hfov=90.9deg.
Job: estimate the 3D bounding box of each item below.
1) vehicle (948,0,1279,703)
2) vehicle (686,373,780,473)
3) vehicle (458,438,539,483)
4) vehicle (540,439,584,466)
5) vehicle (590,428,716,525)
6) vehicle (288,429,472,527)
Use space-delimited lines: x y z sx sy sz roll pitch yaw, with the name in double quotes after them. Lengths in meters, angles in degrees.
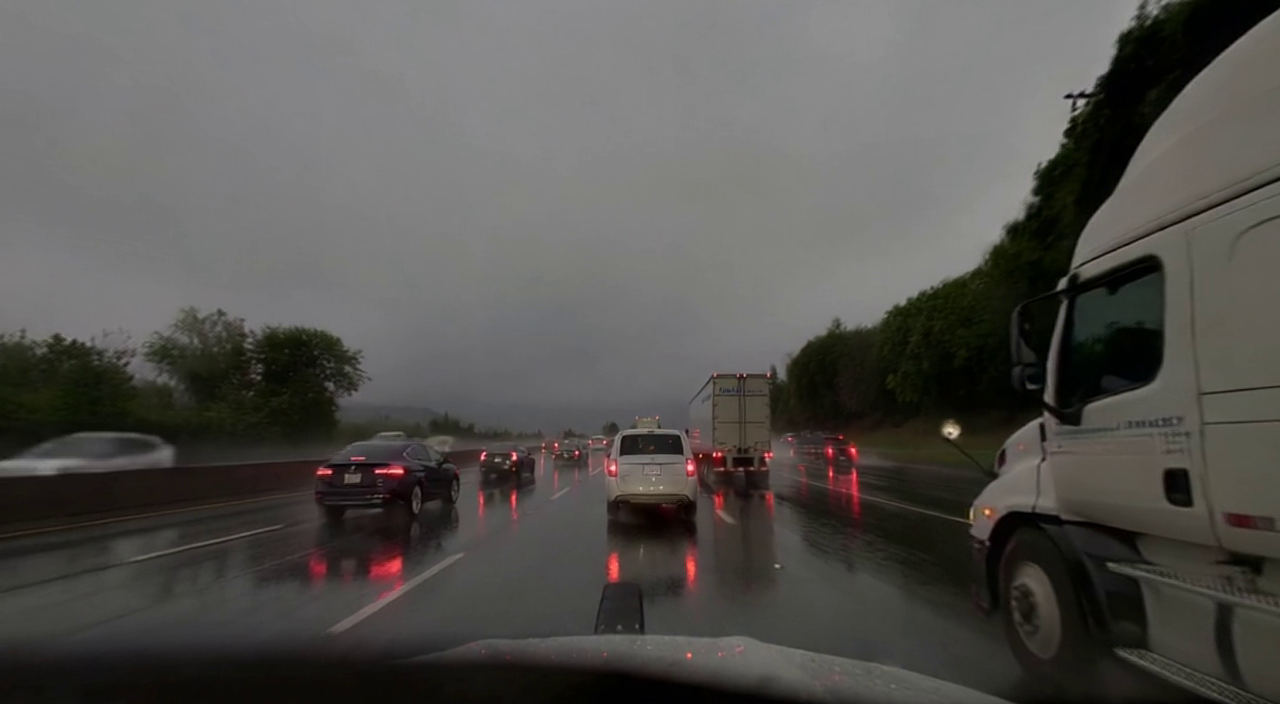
3.967 -0.158 1.811 2.982 3.860 6.011 0 -8 0 "vehicle"
4.339 3.899 33.061 2.892 4.101 14.252 0 -8 1 "vehicle"
-4.932 3.802 22.519 1.880 1.458 3.978 0 -8 1 "vehicle"
-4.481 5.829 36.902 1.887 1.493 4.411 0 -8 1 "vehicle"
0.197 2.205 11.751 1.973 1.505 3.568 0 -8 0 "vehicle"
-4.574 2.229 11.764 1.821 1.514 3.677 0 -8 0 "vehicle"
